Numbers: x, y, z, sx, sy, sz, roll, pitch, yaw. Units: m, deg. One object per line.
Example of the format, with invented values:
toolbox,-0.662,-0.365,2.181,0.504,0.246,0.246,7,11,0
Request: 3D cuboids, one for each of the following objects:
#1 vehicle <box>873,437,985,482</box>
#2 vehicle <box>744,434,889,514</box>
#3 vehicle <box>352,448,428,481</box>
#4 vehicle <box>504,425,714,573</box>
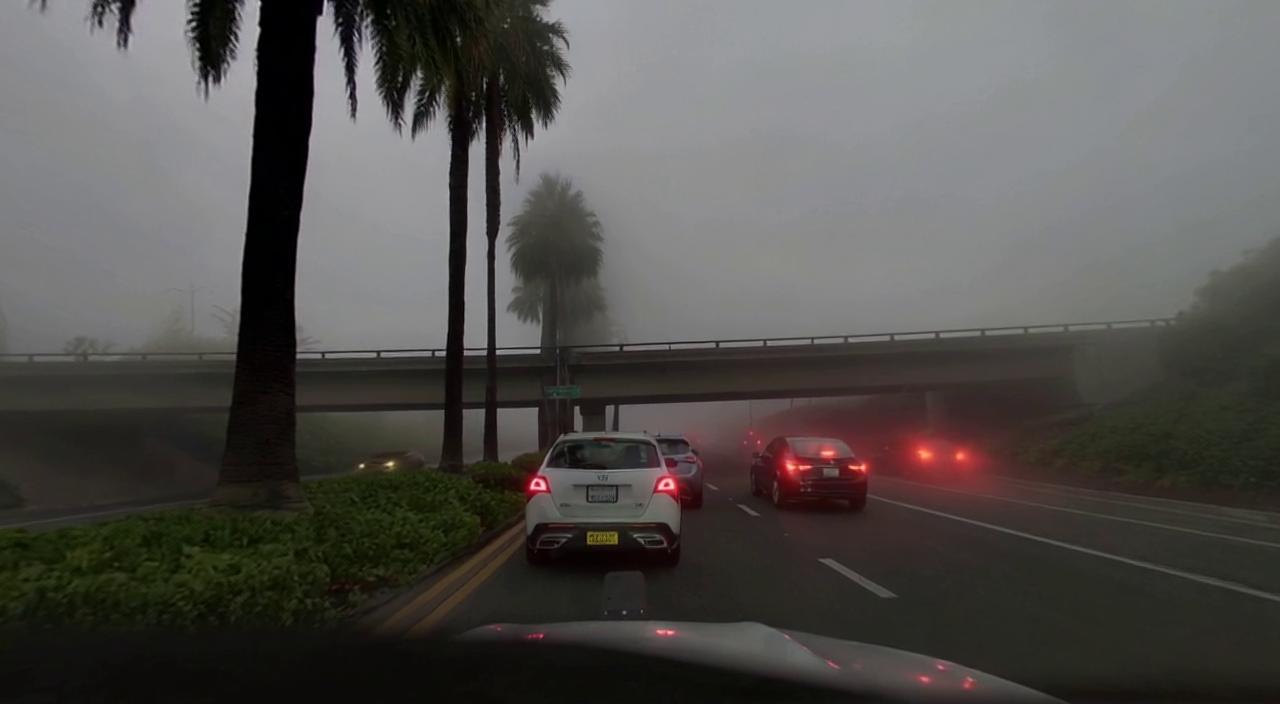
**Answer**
vehicle,10.478,3.931,23.207,2.100,1.469,4.772,0,-9,3
vehicle,3.776,2.696,14.466,2.034,1.517,4.840,0,-9,1
vehicle,-12.303,5.536,31.256,1.933,1.486,4.449,0,-8,1
vehicle,-0.251,1.823,8.577,2.172,1.506,4.018,0,-8,2
